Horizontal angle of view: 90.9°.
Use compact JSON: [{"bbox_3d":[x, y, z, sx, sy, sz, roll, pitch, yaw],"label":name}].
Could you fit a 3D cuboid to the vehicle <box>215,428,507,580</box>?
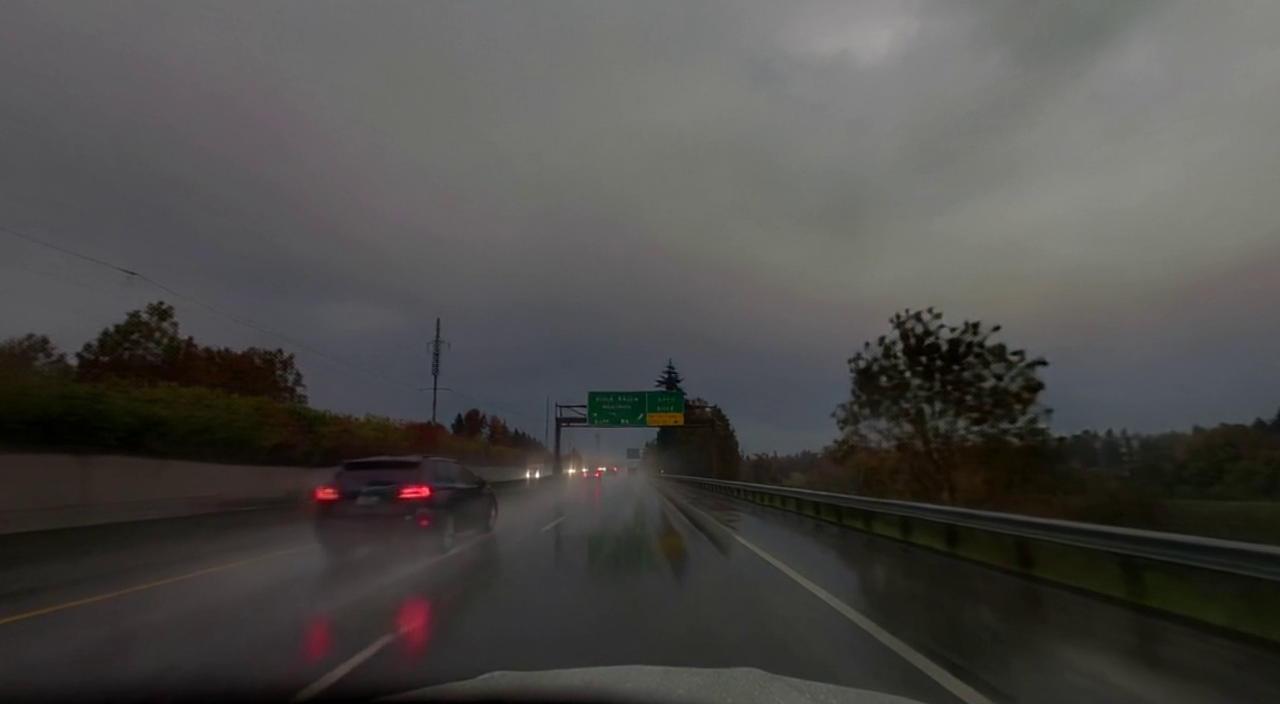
[{"bbox_3d":[-4.046,2.407,10.718,2.254,1.809,5.839,1,-10,0],"label":"vehicle"}]
